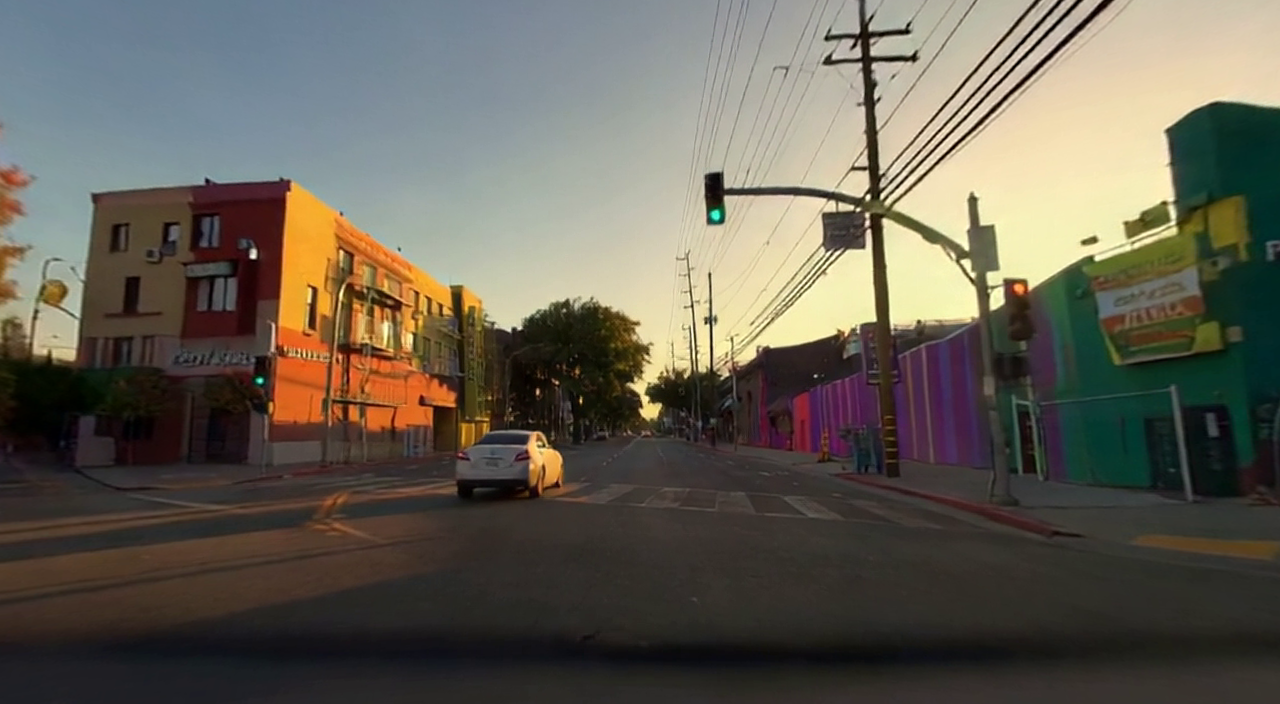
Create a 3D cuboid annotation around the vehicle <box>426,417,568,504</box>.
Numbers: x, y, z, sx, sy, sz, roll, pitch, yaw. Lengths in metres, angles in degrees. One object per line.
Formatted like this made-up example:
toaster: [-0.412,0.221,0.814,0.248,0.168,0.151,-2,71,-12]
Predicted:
vehicle: [-2.928,2.359,14.090,2.036,1.589,4.549,-1,-8,1]
